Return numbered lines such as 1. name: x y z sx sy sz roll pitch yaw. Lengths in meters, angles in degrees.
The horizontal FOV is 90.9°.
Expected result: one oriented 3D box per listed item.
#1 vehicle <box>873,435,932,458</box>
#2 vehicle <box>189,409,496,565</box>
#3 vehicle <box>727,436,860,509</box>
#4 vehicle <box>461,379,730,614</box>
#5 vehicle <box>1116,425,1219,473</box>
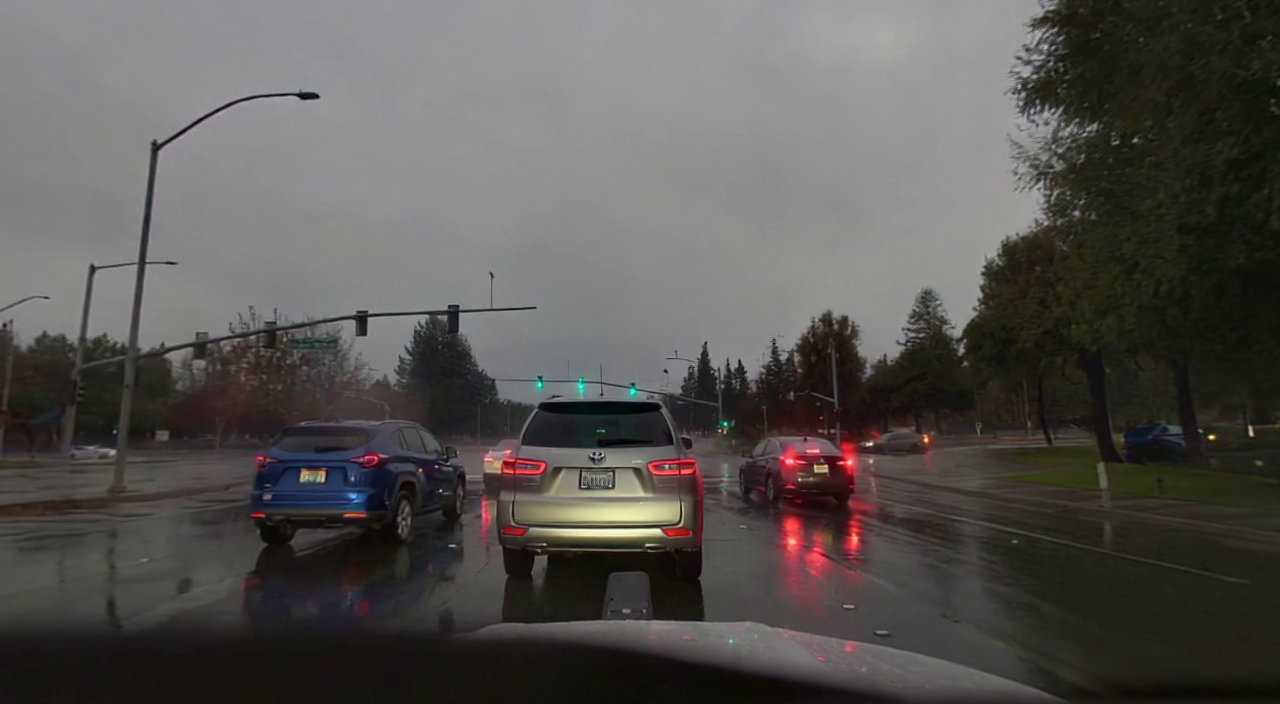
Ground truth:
1. vehicle: 19.986 7.202 47.910 4.361 1.653 2.034 6 -10 -35
2. vehicle: -3.733 1.793 9.137 2.160 1.666 4.583 0 -8 1
3. vehicle: 3.459 2.795 15.135 2.121 1.494 4.208 0 -8 0
4. vehicle: -0.341 1.430 7.094 2.064 1.817 4.298 0 -8 0
5. vehicle: 19.280 3.513 22.973 4.215 1.578 1.892 7 -11 -38
